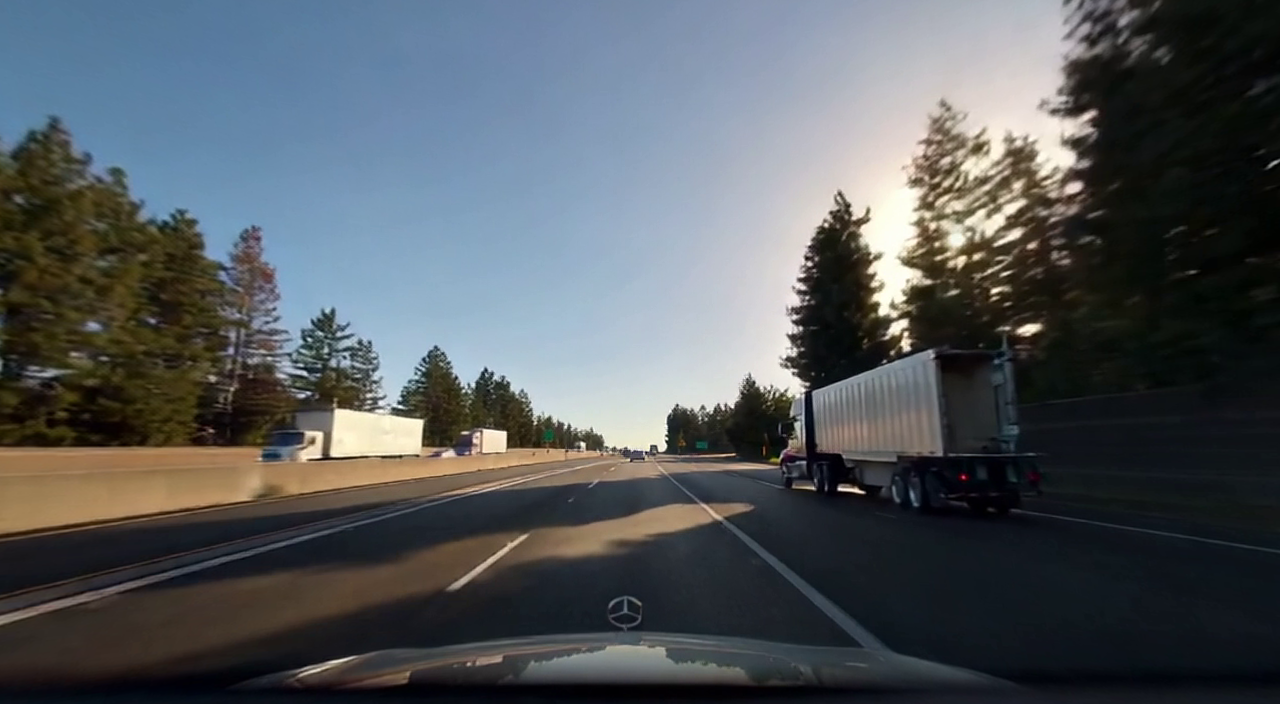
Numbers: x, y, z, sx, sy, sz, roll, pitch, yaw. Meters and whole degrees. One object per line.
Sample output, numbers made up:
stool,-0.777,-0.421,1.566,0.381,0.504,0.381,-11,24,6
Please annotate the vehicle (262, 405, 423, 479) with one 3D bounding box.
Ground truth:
vehicle,-19.354,6.219,43.315,2.946,4.056,16.865,0,-9,0

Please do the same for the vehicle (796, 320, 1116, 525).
vehicle,6.935,2.013,16.566,2.821,3.681,10.415,0,-9,-1
